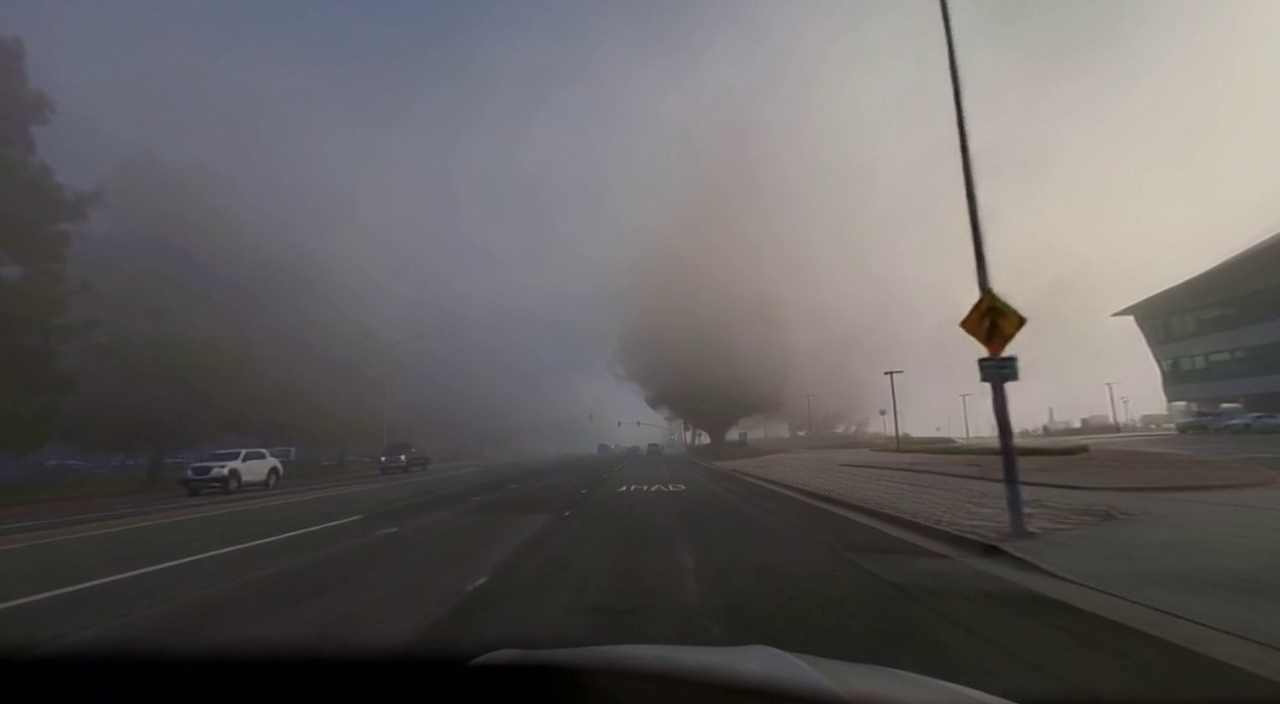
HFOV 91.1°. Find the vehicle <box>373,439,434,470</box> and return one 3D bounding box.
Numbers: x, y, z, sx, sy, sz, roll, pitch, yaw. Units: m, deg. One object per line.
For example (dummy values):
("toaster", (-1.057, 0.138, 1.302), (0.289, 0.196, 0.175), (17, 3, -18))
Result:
("vehicle", (-17.154, 7.429, 45.842), (2.331, 2.109, 5.400), (0, -8, 0))

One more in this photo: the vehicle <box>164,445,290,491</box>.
("vehicle", (-17.297, 4.840, 26.638), (2.112, 1.754, 4.740), (0, -8, 0))

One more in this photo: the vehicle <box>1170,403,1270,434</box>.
("vehicle", (39.858, 4.659, 43.342), (1.882, 1.686, 5.050), (-2, -10, -3))
